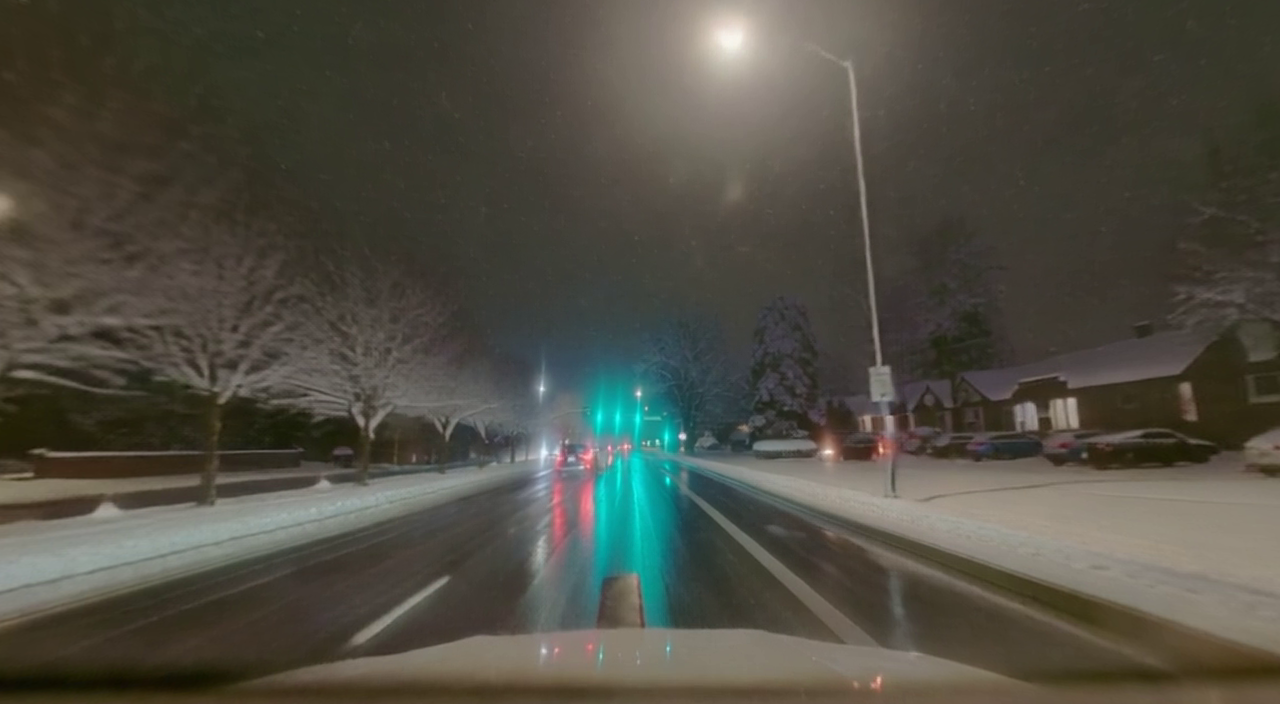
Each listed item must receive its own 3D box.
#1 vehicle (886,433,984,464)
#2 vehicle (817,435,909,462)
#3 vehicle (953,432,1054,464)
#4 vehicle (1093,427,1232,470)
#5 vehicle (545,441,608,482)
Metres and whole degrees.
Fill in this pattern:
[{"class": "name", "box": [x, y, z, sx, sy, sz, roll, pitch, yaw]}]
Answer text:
[{"class": "vehicle", "box": [16.670, 5.472, 35.820, 4.564, 1.663, 2.033, 1, -9, -9]}, {"class": "vehicle", "box": [15.418, 6.681, 43.875, 5.604, 1.833, 2.128, 1, -9, -8]}, {"class": "vehicle", "box": [17.290, 4.568, 30.156, 3.846, 1.488, 1.695, 1, -9, -8]}, {"class": "vehicle", "box": [18.322, 3.387, 22.212, 3.731, 1.430, 1.640, 1, -9, -11]}, {"class": "vehicle", "box": [-2.511, 4.491, 26.224, 2.011, 1.498, 4.914, 0, -9, 1]}]
